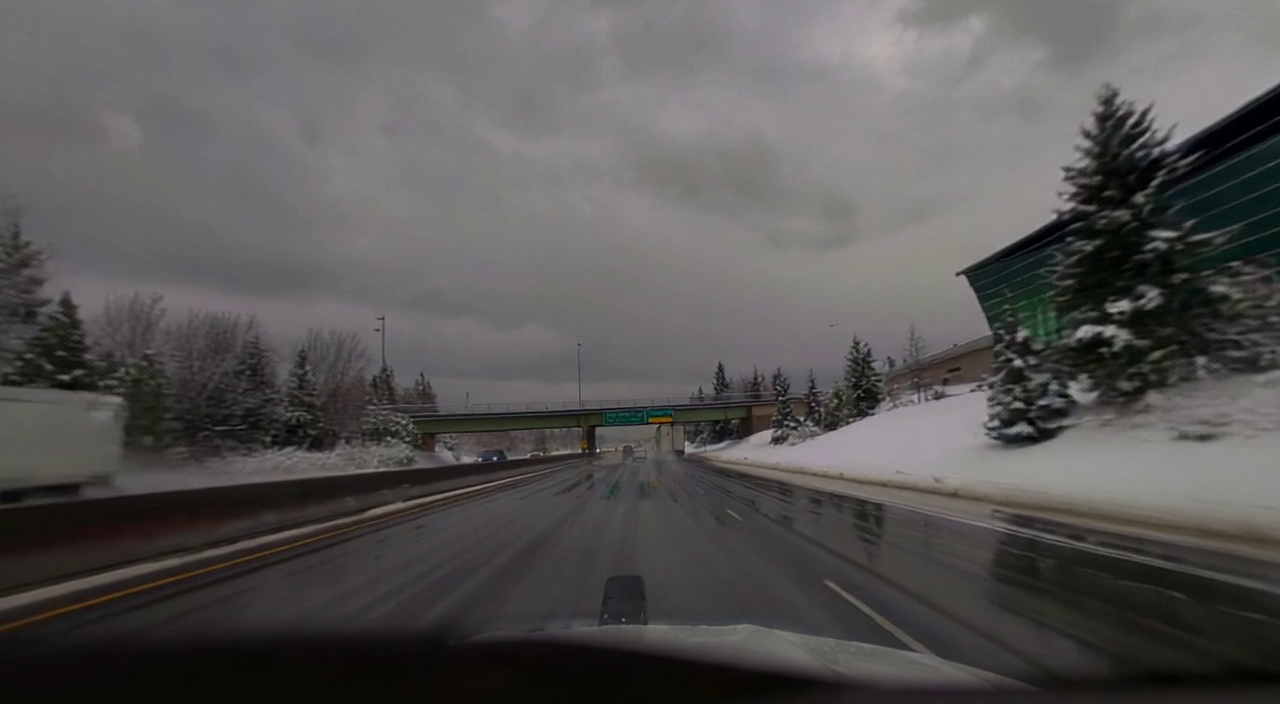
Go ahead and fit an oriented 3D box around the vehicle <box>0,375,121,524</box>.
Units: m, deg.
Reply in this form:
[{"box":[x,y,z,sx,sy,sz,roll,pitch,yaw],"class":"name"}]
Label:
[{"box":[-15.363,2.022,12.987,2.668,3.229,7.672,0,-9,0],"class":"vehicle"}]
